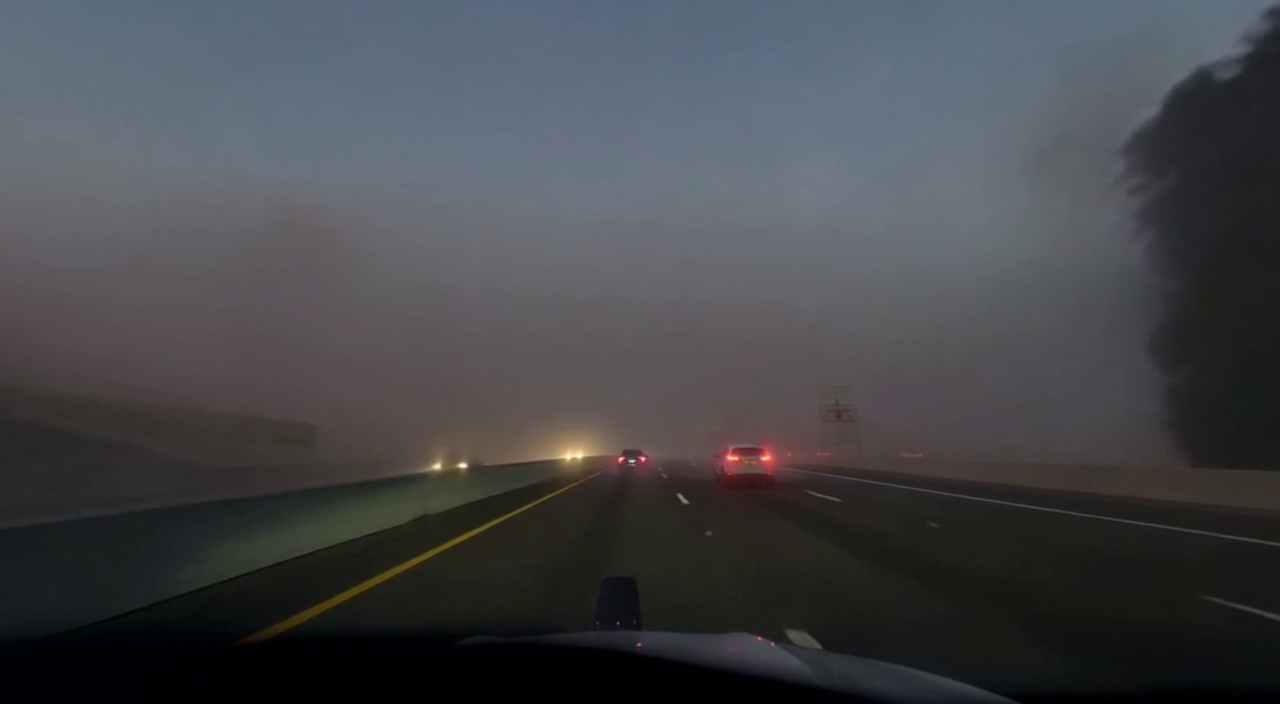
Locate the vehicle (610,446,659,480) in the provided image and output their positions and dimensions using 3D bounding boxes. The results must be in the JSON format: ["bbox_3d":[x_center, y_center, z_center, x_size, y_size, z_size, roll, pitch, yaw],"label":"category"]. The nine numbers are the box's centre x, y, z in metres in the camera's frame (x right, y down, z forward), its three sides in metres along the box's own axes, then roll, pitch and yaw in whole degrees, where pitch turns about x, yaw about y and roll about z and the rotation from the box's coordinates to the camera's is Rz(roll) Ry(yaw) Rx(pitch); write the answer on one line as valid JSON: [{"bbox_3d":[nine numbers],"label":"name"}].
[{"bbox_3d":[-0.220,5.603,31.870,2.084,1.594,4.219,-1,-9,5],"label":"vehicle"}]

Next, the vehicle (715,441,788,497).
[{"bbox_3d":[3.492,3.727,20.349,1.969,1.595,3.964,-1,-9,5],"label":"vehicle"}]

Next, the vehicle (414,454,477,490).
[{"bbox_3d":[-9.478,5.838,30.882,1.950,1.568,4.292,0,-9,-4],"label":"vehicle"}]
